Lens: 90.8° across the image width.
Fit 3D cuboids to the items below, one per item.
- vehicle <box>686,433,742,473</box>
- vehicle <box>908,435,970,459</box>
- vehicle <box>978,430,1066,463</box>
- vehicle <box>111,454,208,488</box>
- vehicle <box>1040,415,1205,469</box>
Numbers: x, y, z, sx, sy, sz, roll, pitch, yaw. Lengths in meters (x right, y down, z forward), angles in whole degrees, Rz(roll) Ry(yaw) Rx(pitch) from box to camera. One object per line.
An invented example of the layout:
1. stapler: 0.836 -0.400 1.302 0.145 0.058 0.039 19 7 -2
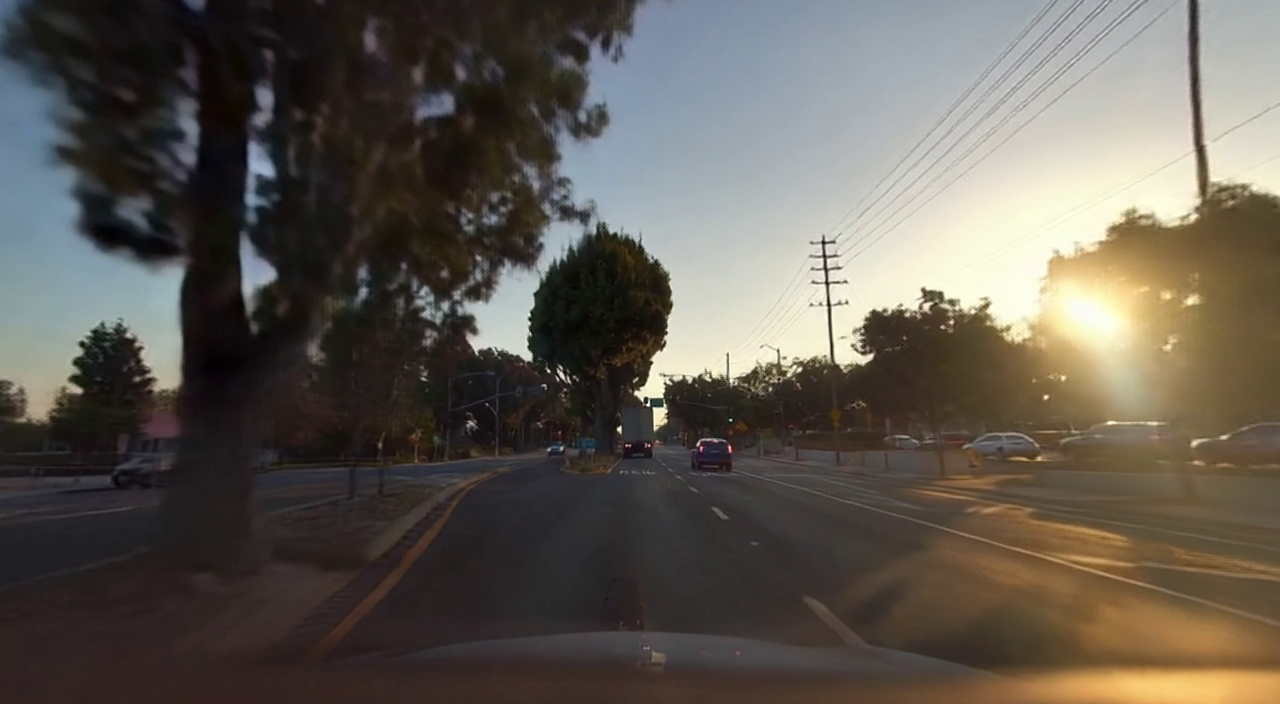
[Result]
1. vehicle: 3.516 4.907 30.930 2.086 1.803 4.607 0 -8 -1
2. vehicle: 20.501 6.552 43.561 2.010 1.567 4.519 0 -8 -1
3. vehicle: 20.789 5.190 34.667 1.917 1.682 4.575 0 -8 -1
4. vehicle: -26.178 6.445 34.626 2.188 1.669 4.546 1 -9 -8
5. vehicle: 20.695 3.941 27.606 2.529 2.086 5.902 0 -8 0
